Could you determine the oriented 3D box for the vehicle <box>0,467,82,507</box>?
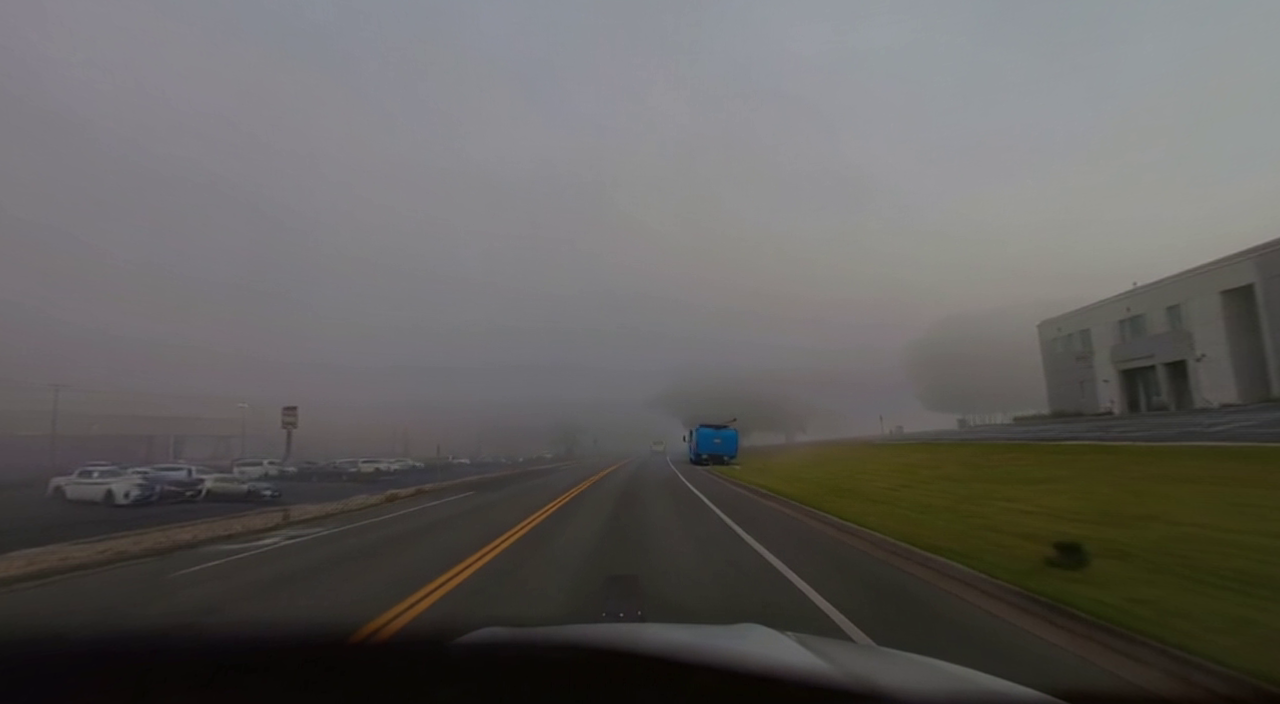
[{"bbox_3d":[-32.478,7.079,32.876,4.996,1.817,2.054,-3,-9,2],"label":"vehicle"}]

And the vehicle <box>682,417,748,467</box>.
[{"bbox_3d":[4.915,6.240,43.778,3.282,3.067,10.181,0,-8,0],"label":"vehicle"}]

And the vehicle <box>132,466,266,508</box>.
[{"bbox_3d":[-22.129,6.728,32.019,2.233,1.709,5.161,-3,-9,18],"label":"vehicle"}]
